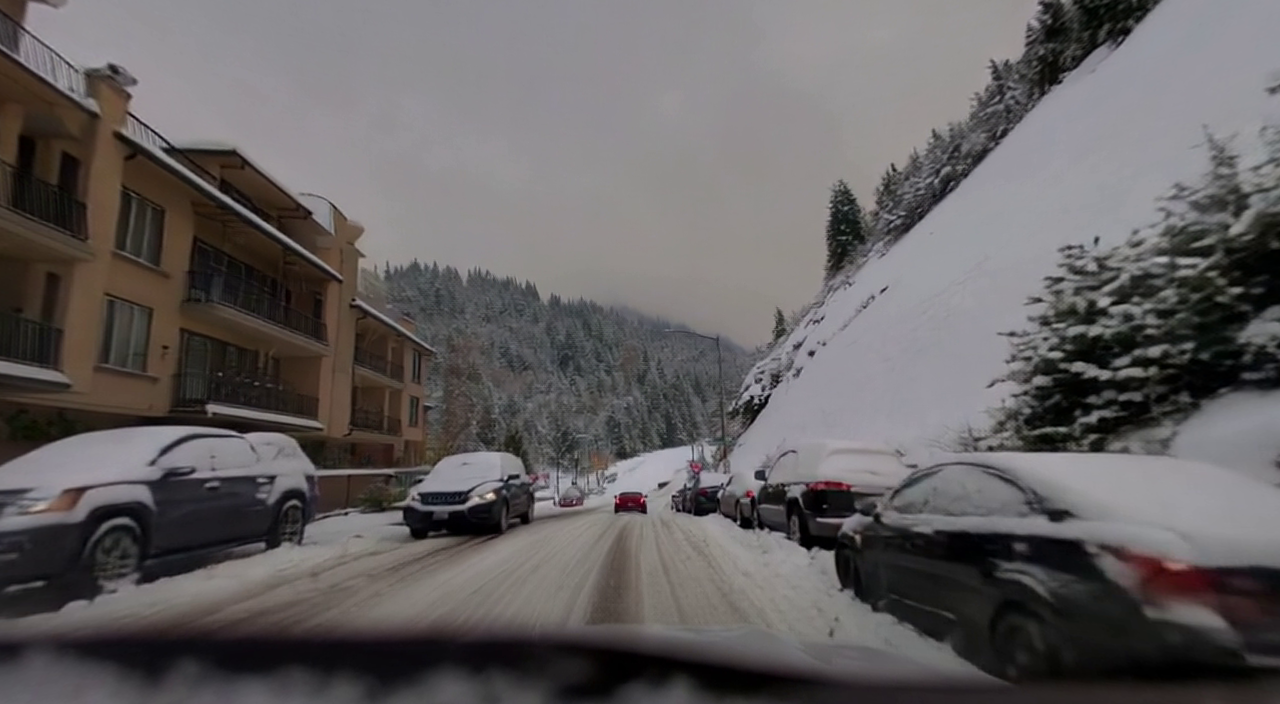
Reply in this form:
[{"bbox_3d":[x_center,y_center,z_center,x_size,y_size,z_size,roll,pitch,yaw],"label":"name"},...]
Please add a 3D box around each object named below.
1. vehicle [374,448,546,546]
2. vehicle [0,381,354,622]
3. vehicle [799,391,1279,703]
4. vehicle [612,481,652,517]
[{"bbox_3d":[-3.379,2.924,12.973,2.102,1.621,4.627,0,-12,1],"label":"vehicle"},{"bbox_3d":[-6.412,1.754,8.138,2.692,1.949,5.948,0,-11,-1],"label":"vehicle"},{"bbox_3d":[2.605,1.175,3.949,1.933,1.465,4.698,0,-8,-1],"label":"vehicle"},{"bbox_3d":[-0.525,8.600,36.954,2.201,1.731,3.854,0,-8,-2],"label":"vehicle"}]
